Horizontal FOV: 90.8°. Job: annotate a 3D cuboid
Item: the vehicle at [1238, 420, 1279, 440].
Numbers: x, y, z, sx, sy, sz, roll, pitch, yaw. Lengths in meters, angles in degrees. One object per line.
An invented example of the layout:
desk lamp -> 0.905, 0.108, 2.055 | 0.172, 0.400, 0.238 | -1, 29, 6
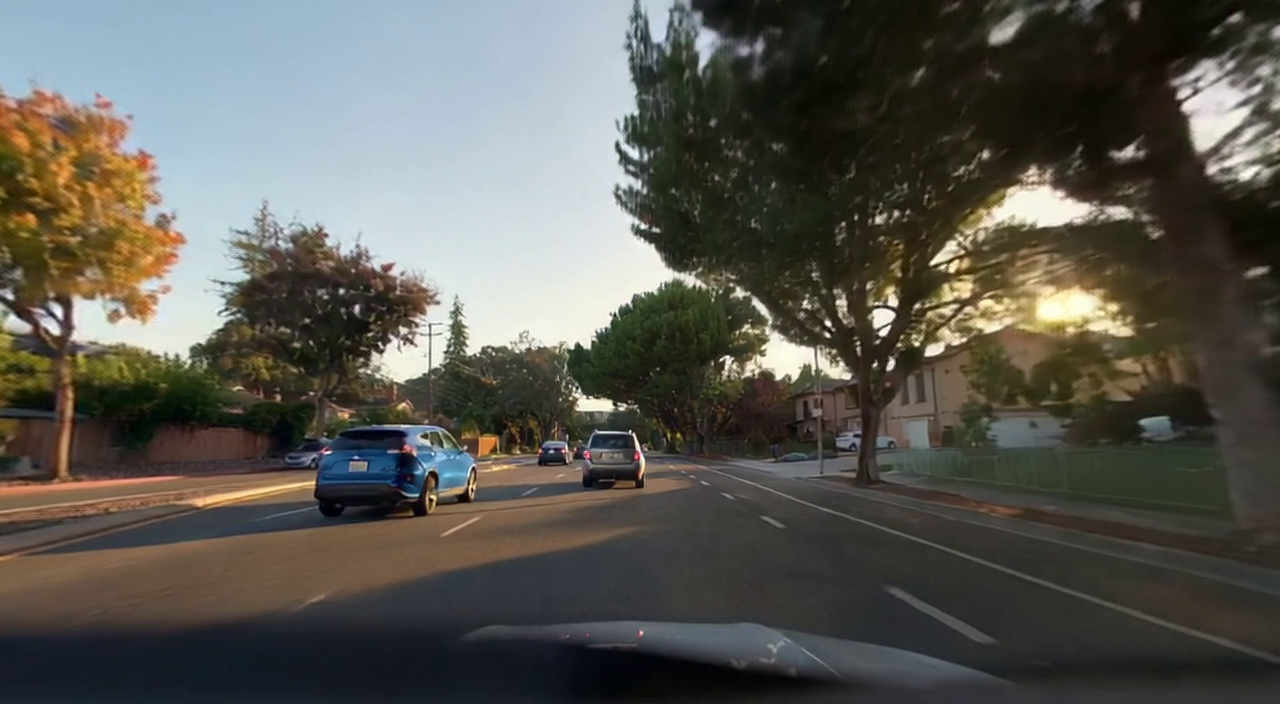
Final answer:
vehicle -> 49.129, 6.153, 49.509 | 1.968, 1.502, 4.125 | -4, -9, 25

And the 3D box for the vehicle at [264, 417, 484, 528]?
vehicle -> -4.742, 2.218, 12.262 | 2.243, 1.722, 4.621 | 0, -8, 0

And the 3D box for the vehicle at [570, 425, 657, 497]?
vehicle -> -0.681, 3.017, 17.785 | 2.131, 1.761, 4.242 | 0, -8, -1

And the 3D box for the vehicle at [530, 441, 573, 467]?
vehicle -> -5.374, 6.298, 39.080 | 2.014, 1.493, 4.658 | 0, -8, 0
